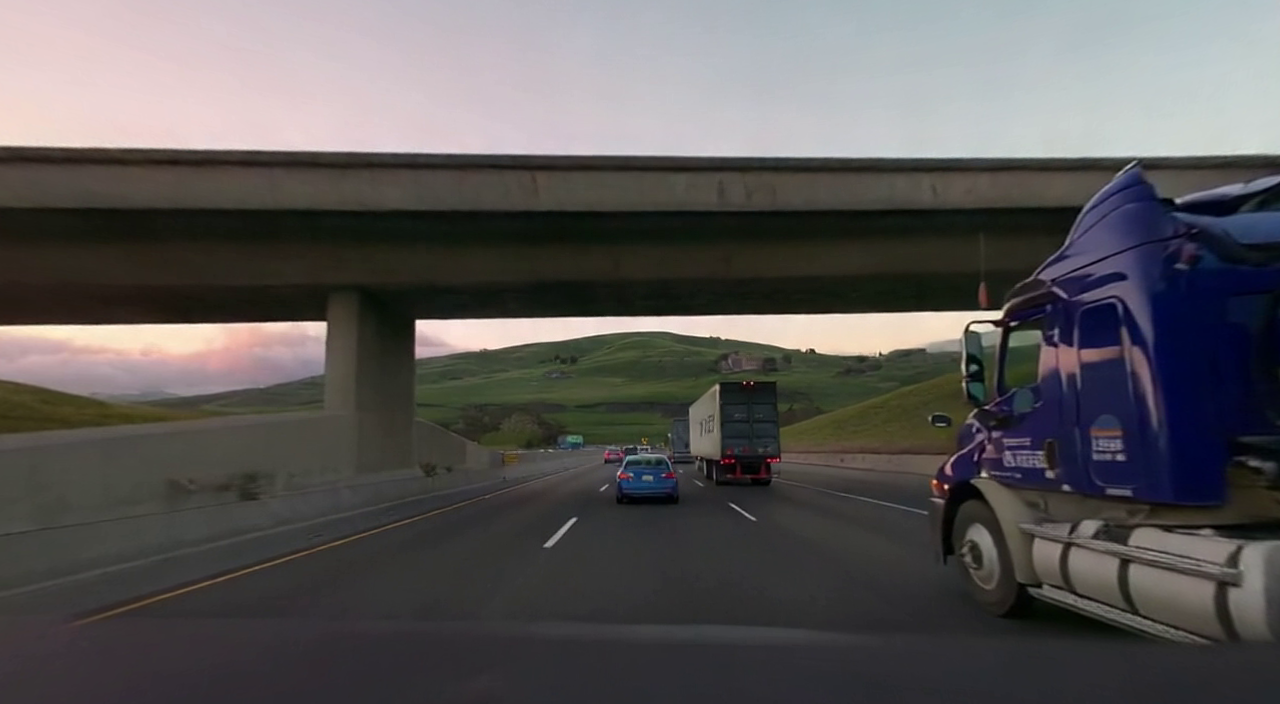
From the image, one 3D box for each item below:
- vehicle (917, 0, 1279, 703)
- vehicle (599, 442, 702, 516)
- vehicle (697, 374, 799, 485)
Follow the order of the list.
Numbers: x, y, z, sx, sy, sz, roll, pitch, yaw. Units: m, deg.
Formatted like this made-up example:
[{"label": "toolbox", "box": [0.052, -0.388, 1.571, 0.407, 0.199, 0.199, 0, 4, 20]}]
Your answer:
[{"label": "vehicle", "box": [4.056, -0.435, 0.632, 2.884, 3.930, 10.206, 0, -9, 0]}, {"label": "vehicle", "box": [0.215, 2.824, 14.457, 2.029, 1.437, 3.794, 0, -9, 0]}, {"label": "vehicle", "box": [4.337, 3.479, 27.415, 2.801, 4.039, 8.684, 0, -9, 0]}]
